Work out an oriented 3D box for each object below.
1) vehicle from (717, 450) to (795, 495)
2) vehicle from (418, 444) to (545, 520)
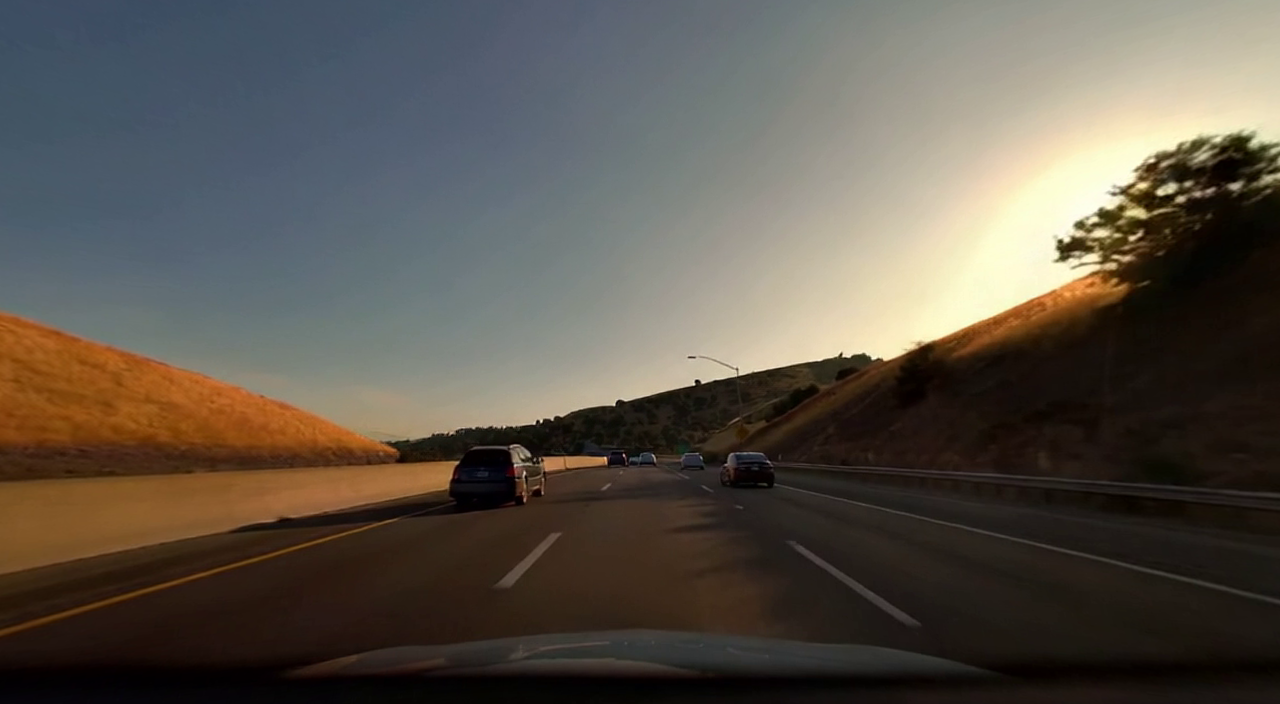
[{"bbox_3d":[3.881,4.081,21.685,1.976,1.352,3.602,0,-8,-1],"label":"vehicle"},{"bbox_3d":[-3.534,2.925,14.834,1.910,1.521,3.930,0,-8,1],"label":"vehicle"}]
